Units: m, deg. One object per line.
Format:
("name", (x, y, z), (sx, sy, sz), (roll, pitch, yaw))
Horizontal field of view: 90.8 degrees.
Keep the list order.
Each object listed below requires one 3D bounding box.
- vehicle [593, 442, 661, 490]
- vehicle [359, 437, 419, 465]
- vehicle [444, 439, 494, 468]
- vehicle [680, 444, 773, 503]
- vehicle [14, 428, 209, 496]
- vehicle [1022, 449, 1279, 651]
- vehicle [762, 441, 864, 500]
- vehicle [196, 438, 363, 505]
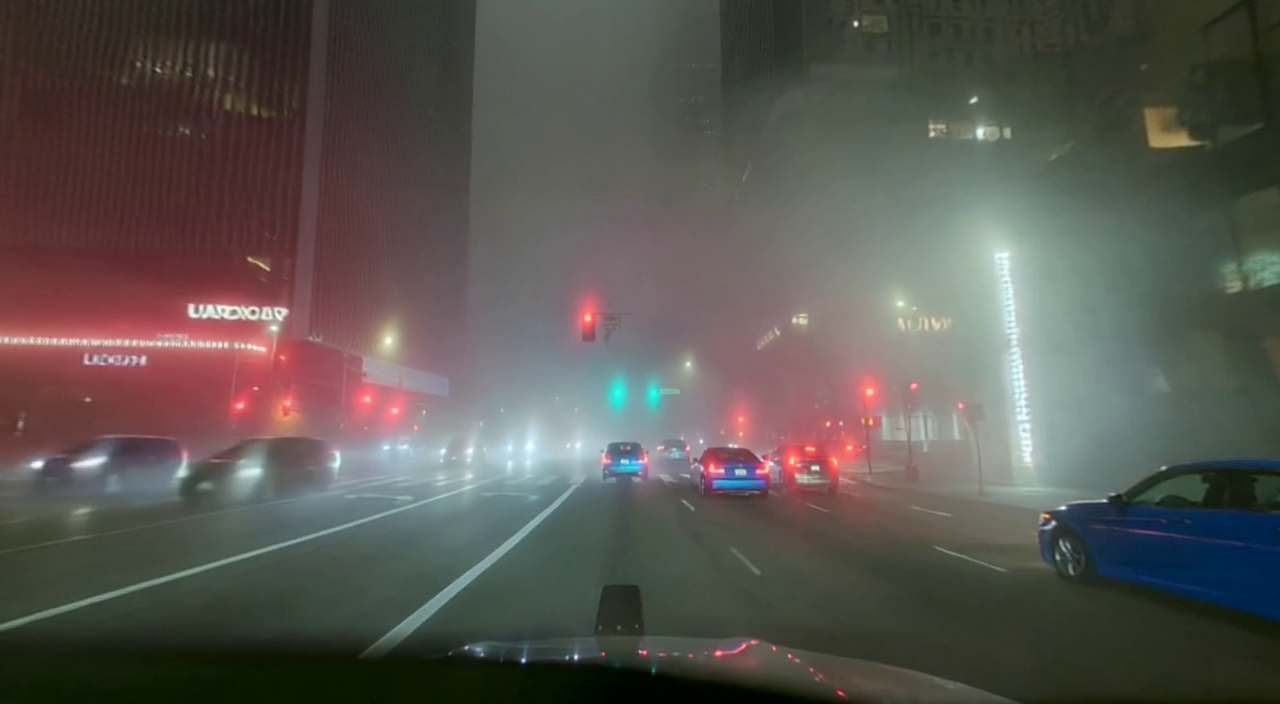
("vehicle", (-0.433, 3.880, 21.801), (2.096, 1.457, 4.160), (0, -9, -1))
("vehicle", (-16.314, 6.461, 41.341), (2.087, 1.676, 4.567), (0, -9, -1))
("vehicle", (-10.243, 6.095, 38.114), (1.879, 1.637, 4.100), (0, -9, 0))
("vehicle", (2.368, 3.472, 18.540), (1.987, 1.484, 4.427), (0, -9, -2))
("vehicle", (-15.305, 3.208, 18.719), (1.932, 1.760, 4.422), (0, -9, -1))
("vehicle", (5.710, 1.582, 5.395), (1.914, 1.484, 4.639), (0, -9, -1))
("vehicle", (5.565, 3.859, 20.992), (2.015, 1.745, 4.444), (0, -9, -2))
("vehicle", (-9.594, 3.194, 17.363), (1.960, 1.568, 4.511), (0, -9, -1))
